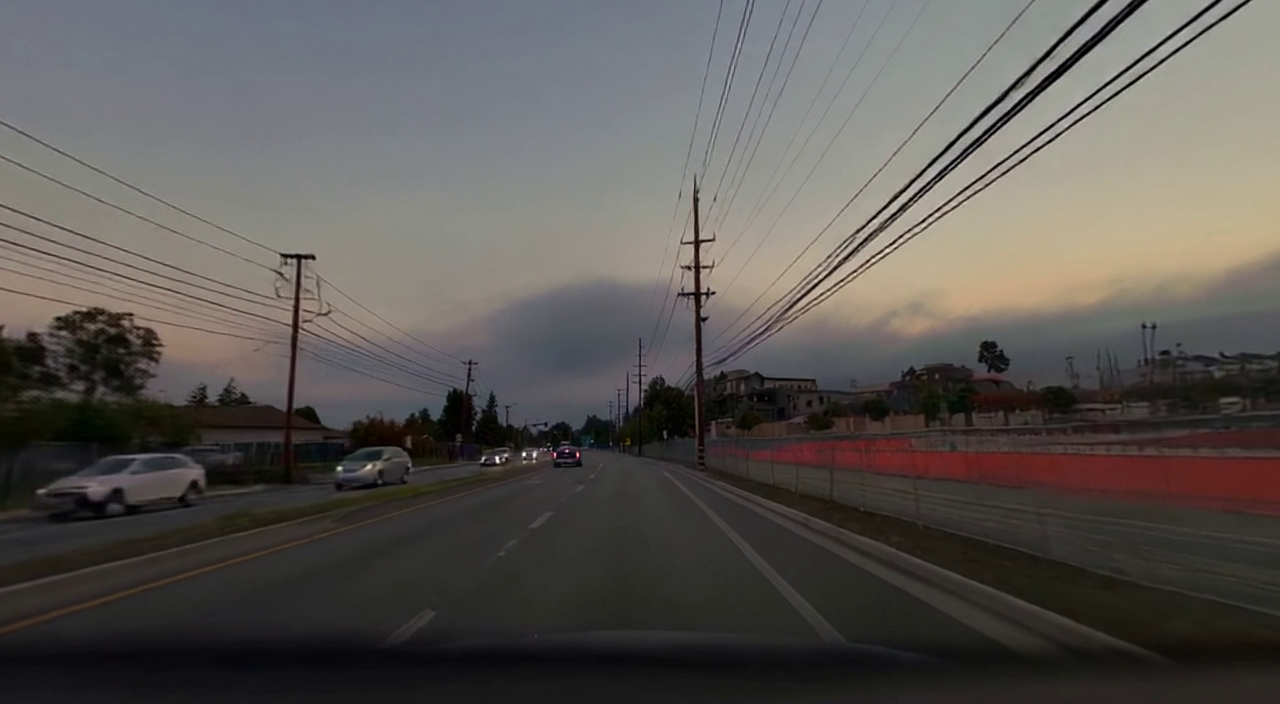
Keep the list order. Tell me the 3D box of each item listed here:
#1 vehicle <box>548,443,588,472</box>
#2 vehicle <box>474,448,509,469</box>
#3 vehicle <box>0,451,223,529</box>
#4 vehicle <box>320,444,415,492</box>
[{"bbox_3d":[-4.123,6.106,36.692,1.992,1.515,4.289,1,-9,-2],"label":"vehicle"},{"bbox_3d":[-11.492,8.236,48.954,1.911,1.508,4.448,2,-9,-4],"label":"vehicle"},{"bbox_3d":[-13.413,3.449,16.420,1.942,1.660,4.595,1,-9,-1],"label":"vehicle"},{"bbox_3d":[-10.603,4.502,24.867,1.954,1.690,4.080,1,-9,-1],"label":"vehicle"}]
